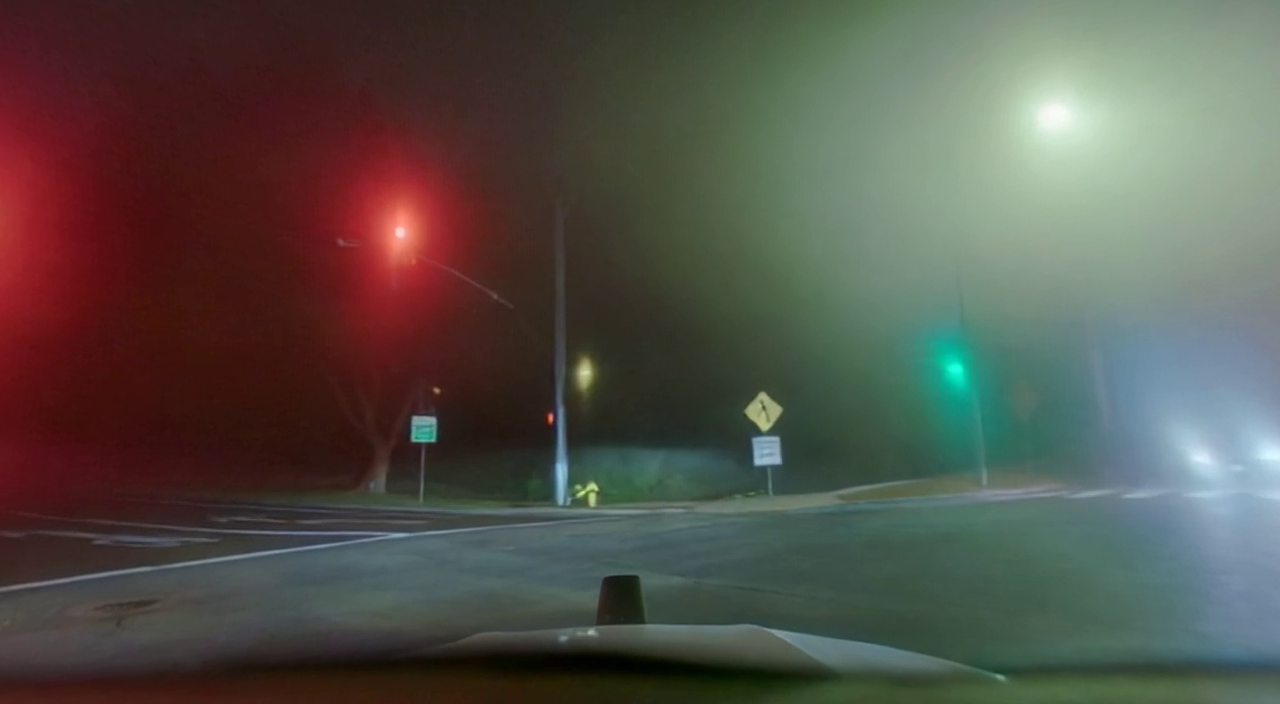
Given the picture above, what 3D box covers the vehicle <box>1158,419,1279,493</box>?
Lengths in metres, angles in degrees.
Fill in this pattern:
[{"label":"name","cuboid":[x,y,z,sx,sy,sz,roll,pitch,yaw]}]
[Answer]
[{"label":"vehicle","cuboid":[14.201,2.414,14.836,4.293,1.504,2.029,6,-11,-38]}]
